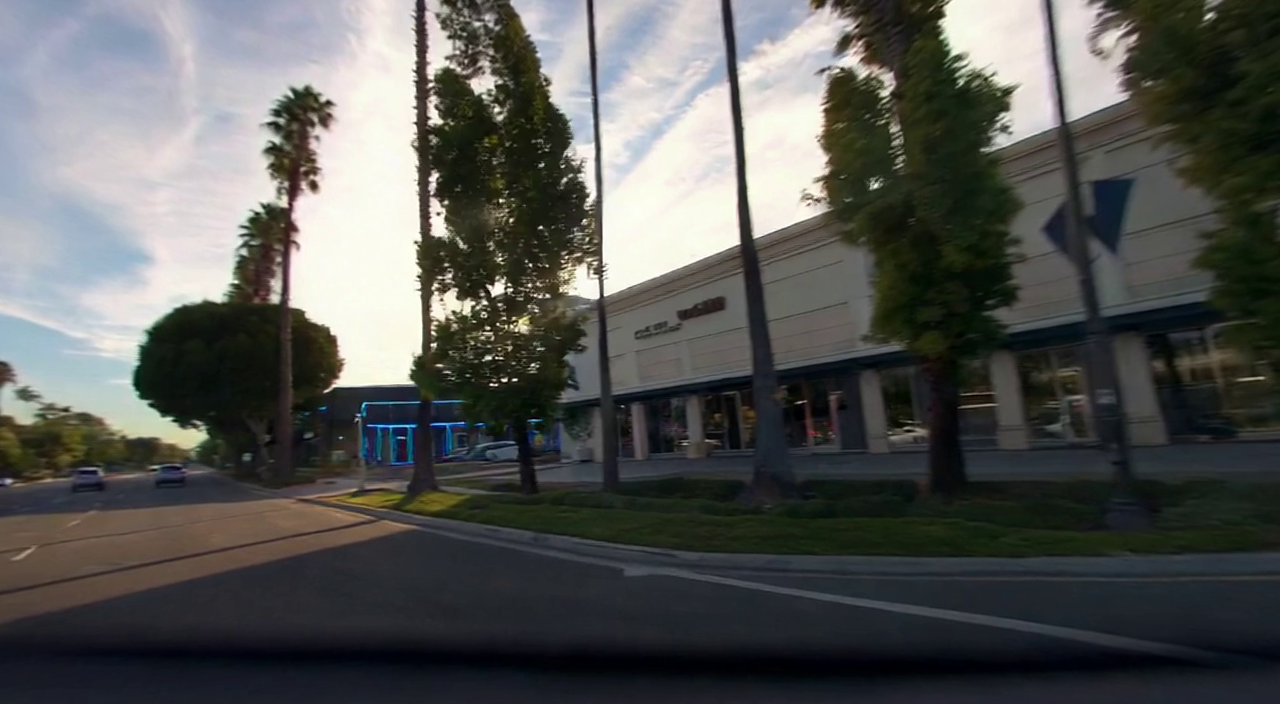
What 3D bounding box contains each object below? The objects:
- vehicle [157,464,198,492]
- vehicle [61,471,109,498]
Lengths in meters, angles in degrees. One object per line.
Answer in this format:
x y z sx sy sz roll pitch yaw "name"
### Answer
-32.640 8.812 44.558 2.018 1.719 4.369 6 -11 -38 "vehicle"
-37.165 8.843 42.395 1.976 1.524 4.385 6 -10 -37 "vehicle"
